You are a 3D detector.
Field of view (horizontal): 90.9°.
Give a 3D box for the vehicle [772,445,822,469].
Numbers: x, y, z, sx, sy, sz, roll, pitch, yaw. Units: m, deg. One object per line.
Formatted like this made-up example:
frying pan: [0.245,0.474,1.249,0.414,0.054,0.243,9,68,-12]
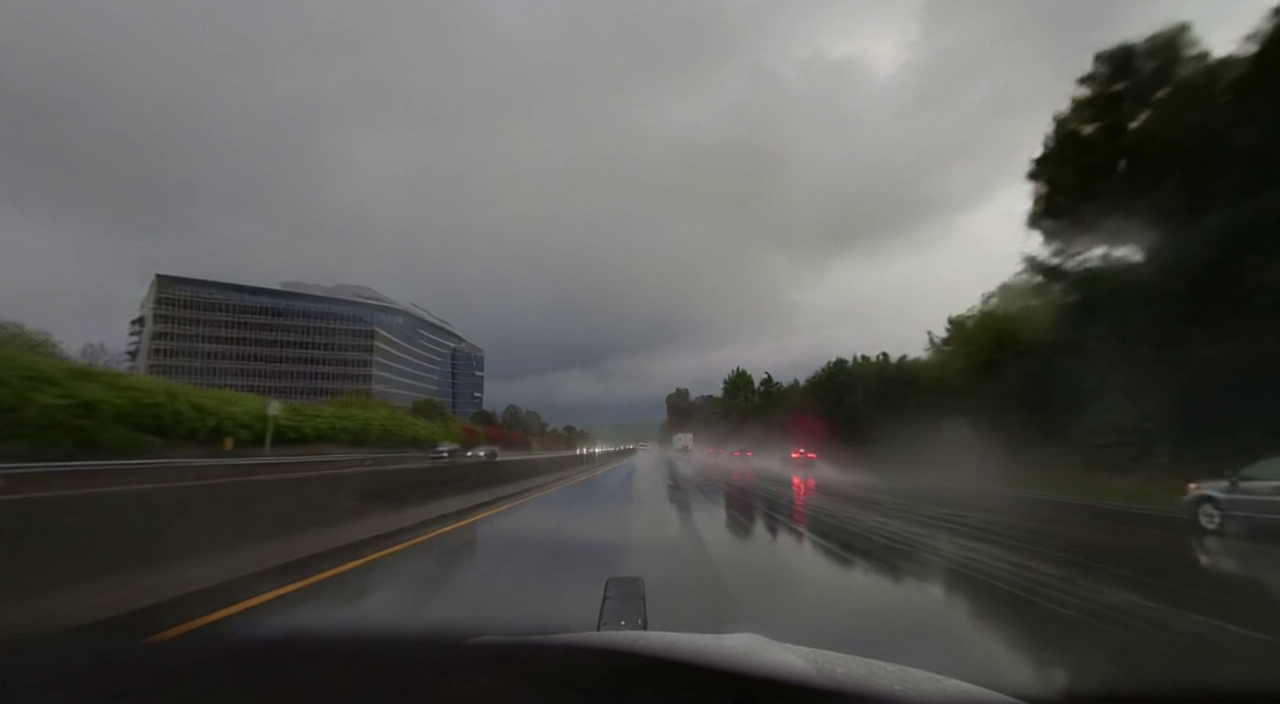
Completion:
vehicle: [11.449,7.703,46.300,2.127,1.646,4.926,1,-9,-4]
